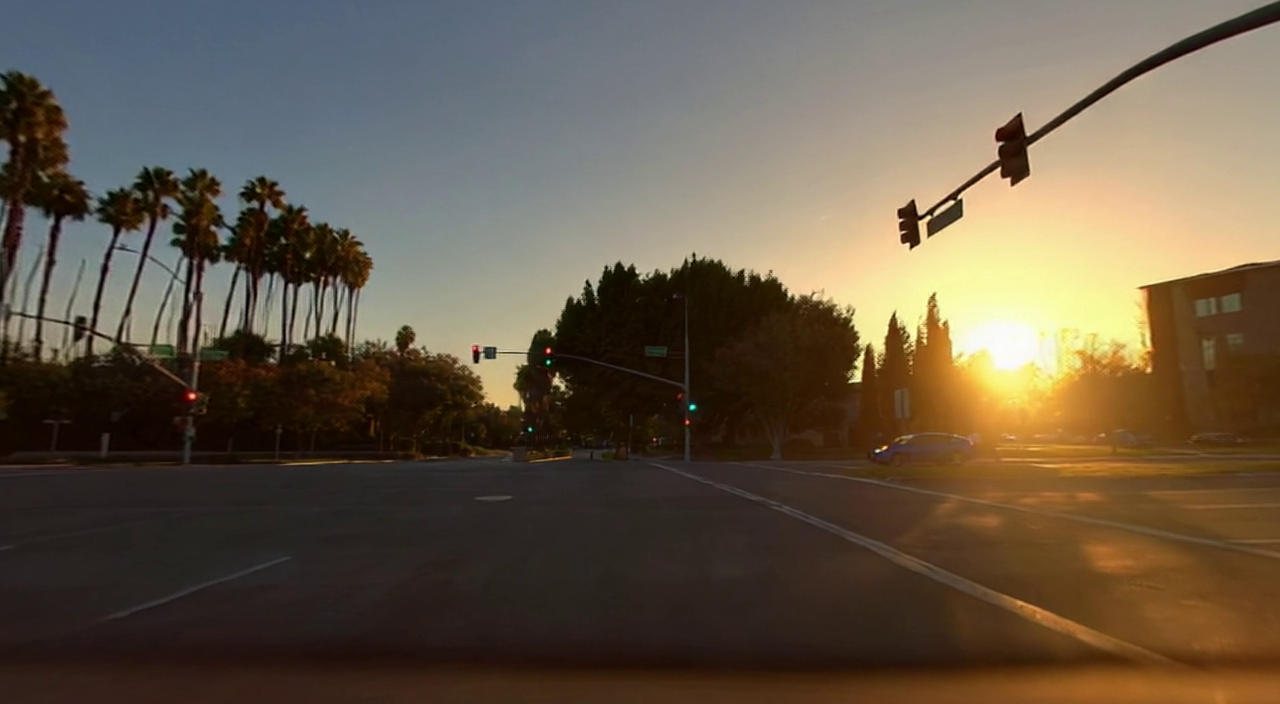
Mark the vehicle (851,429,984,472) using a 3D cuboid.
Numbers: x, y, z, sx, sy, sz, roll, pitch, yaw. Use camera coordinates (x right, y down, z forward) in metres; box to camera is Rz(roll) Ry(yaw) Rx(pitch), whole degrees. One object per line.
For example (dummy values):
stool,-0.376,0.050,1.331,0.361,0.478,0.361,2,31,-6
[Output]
vehicle,12.005,4.296,27.433,4.820,1.751,2.050,0,-8,-3
